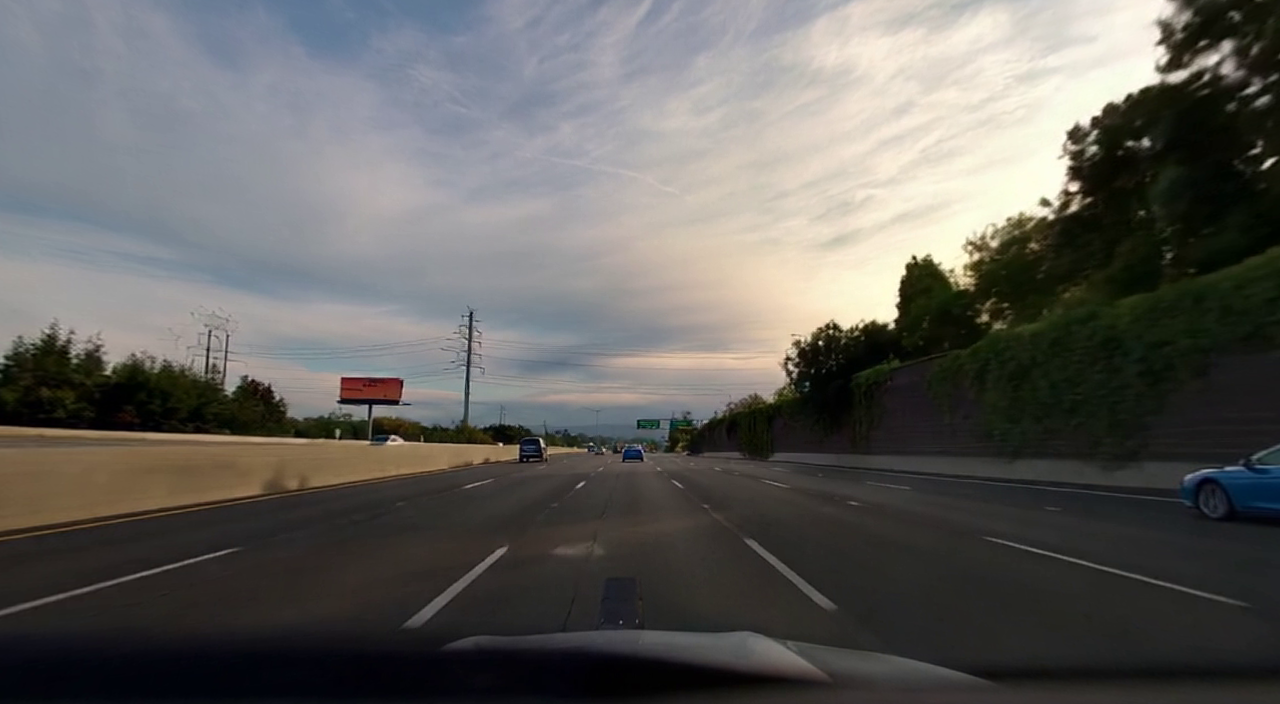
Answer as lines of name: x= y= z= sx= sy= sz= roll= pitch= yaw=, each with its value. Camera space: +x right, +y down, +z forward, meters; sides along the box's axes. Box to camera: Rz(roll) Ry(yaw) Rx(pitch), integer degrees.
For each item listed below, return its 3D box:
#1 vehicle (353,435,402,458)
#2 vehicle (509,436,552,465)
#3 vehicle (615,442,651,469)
vehicle: x=-17.683 y=6.376 z=42.705 sx=1.658 sy=1.467 sz=3.636 roll=0 pitch=-8 yaw=1
vehicle: x=-7.605 y=6.910 z=44.531 sx=2.177 sy=1.929 sz=4.706 roll=0 pitch=-8 yaw=0
vehicle: x=-0.462 y=6.347 z=38.952 sx=2.074 sy=1.574 sz=3.971 roll=0 pitch=-8 yaw=-2
